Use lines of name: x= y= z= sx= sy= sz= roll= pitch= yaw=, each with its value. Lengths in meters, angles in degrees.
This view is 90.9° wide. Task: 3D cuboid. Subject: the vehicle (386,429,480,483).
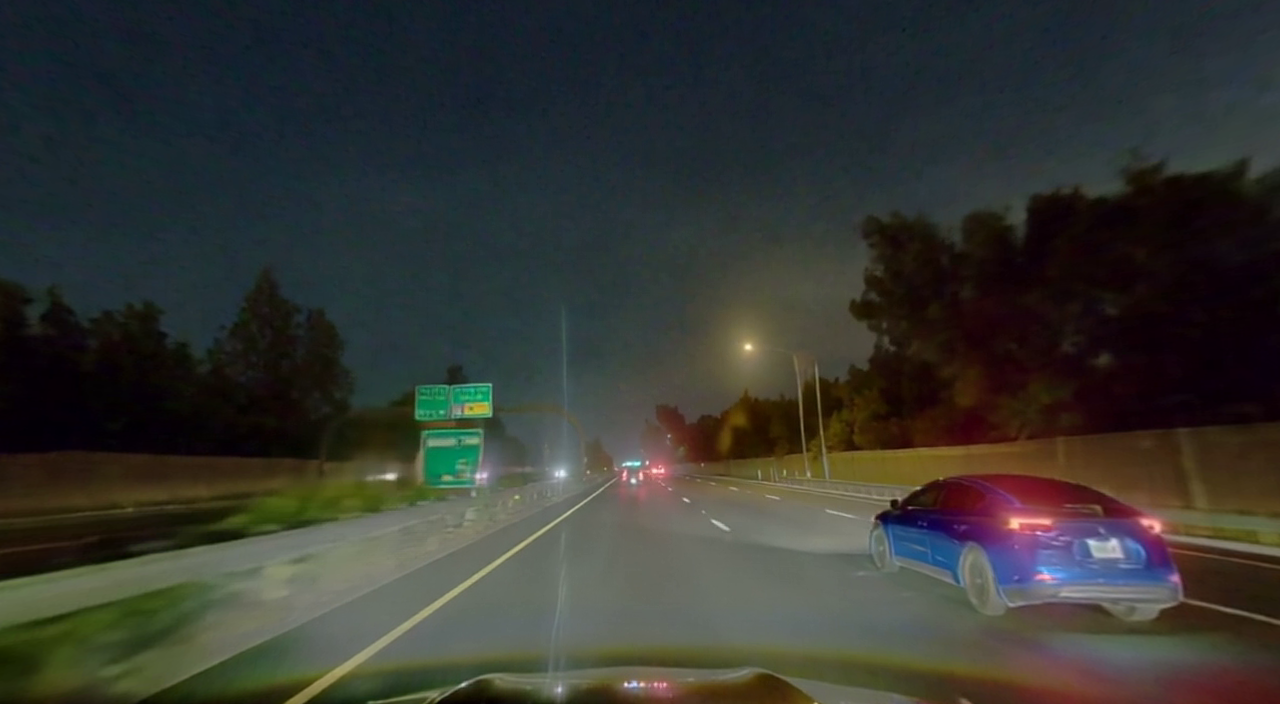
vehicle: x=-8.204 y=4.256 z=25.591 sx=2.049 sy=1.932 sz=4.943 roll=1 pitch=-11 yaw=1

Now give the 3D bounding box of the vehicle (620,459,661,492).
vehicle: x=-0.030 y=6.463 z=33.047 sx=2.037 sy=1.605 sz=3.833 roll=1 pitch=-11 yaw=-1

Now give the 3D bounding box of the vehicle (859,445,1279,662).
vehicle: x=4.020 y=1.818 z=6.554 sx=1.938 sy=1.494 sz=4.032 roll=1 pitch=-11 yaw=-1
